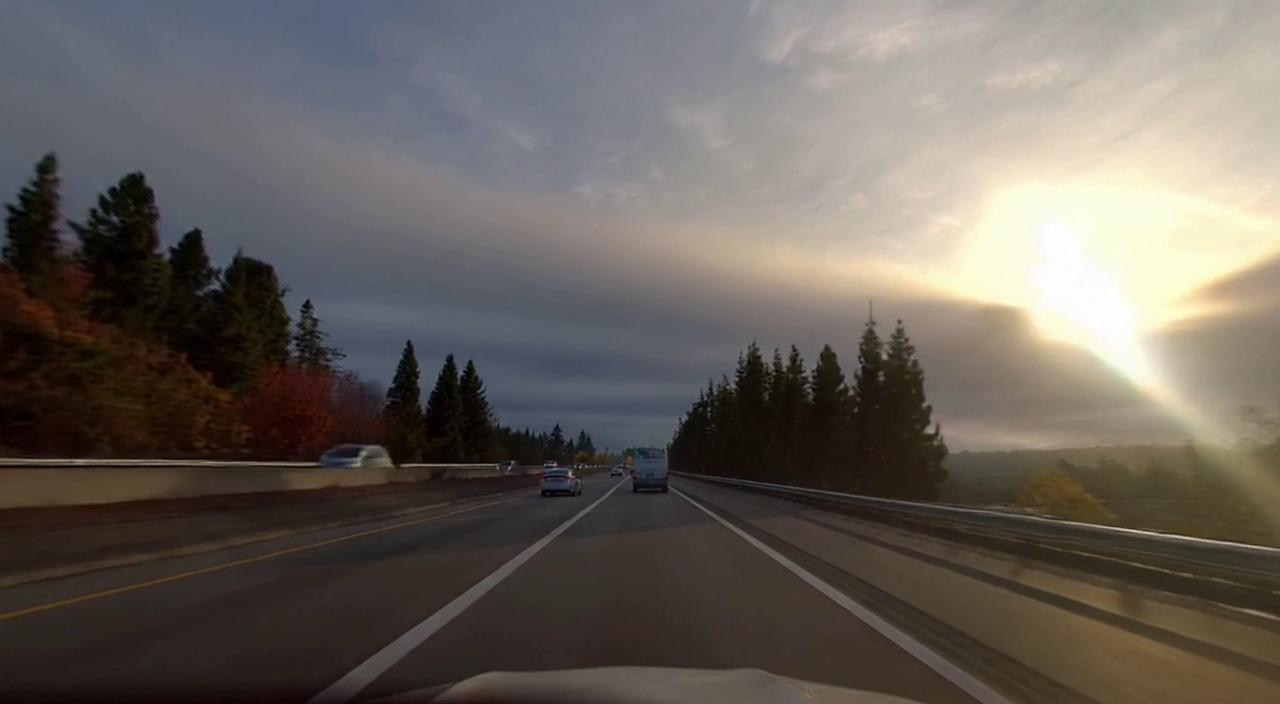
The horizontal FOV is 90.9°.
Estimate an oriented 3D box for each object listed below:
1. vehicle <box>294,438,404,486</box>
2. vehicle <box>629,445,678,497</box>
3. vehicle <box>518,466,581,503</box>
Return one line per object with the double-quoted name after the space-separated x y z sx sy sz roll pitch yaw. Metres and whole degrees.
-12.264 4.761 27.053 2.092 1.807 5.343 1 -11 1 "vehicle"
0.651 6.512 34.497 2.482 2.549 5.447 1 -10 -1 "vehicle"
-4.043 6.031 28.970 2.128 1.491 4.508 1 -10 1 "vehicle"
